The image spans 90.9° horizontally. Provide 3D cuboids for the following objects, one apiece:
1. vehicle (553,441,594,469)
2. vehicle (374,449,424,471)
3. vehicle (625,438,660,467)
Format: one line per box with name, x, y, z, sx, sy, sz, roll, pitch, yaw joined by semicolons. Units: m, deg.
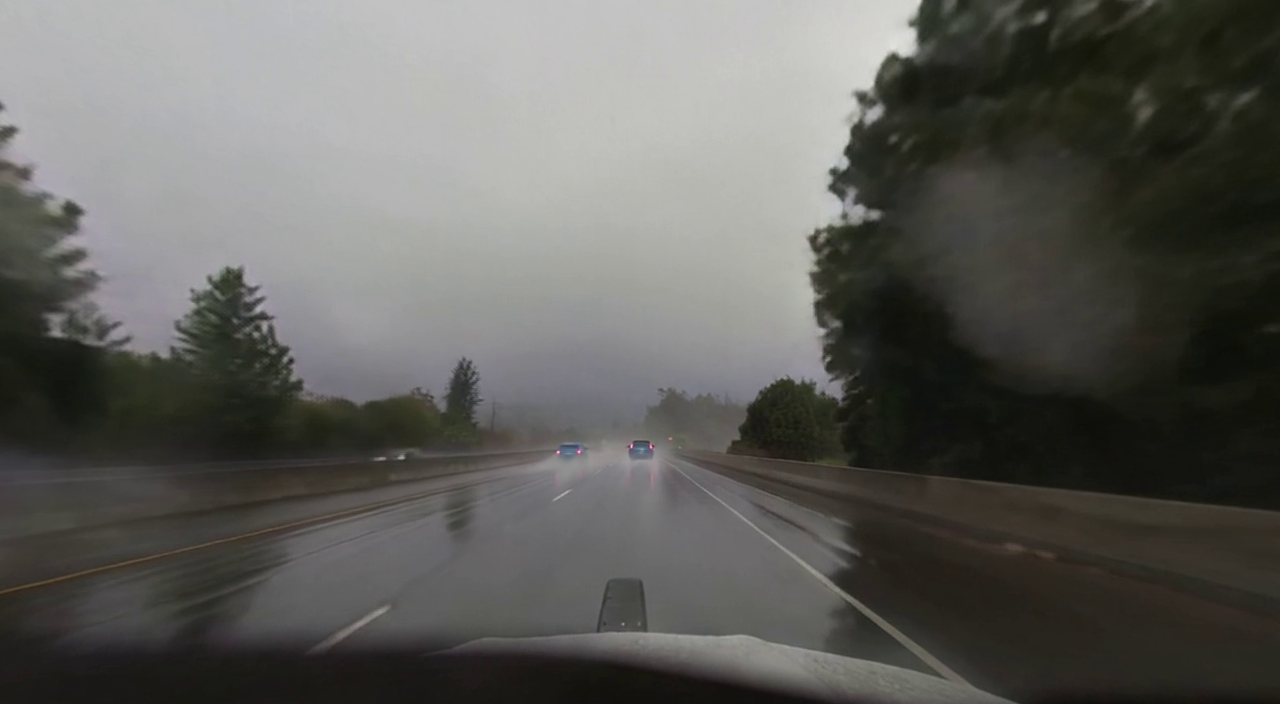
vehicle;-4.153;6.482;39.897;2.113;1.656;4.215;0;-9;1
vehicle;-17.563;7.884;46.074;1.974;1.503;4.106;0;-9;1
vehicle;0.142;6.533;40.998;2.126;1.786;3.958;0;-9;-1
